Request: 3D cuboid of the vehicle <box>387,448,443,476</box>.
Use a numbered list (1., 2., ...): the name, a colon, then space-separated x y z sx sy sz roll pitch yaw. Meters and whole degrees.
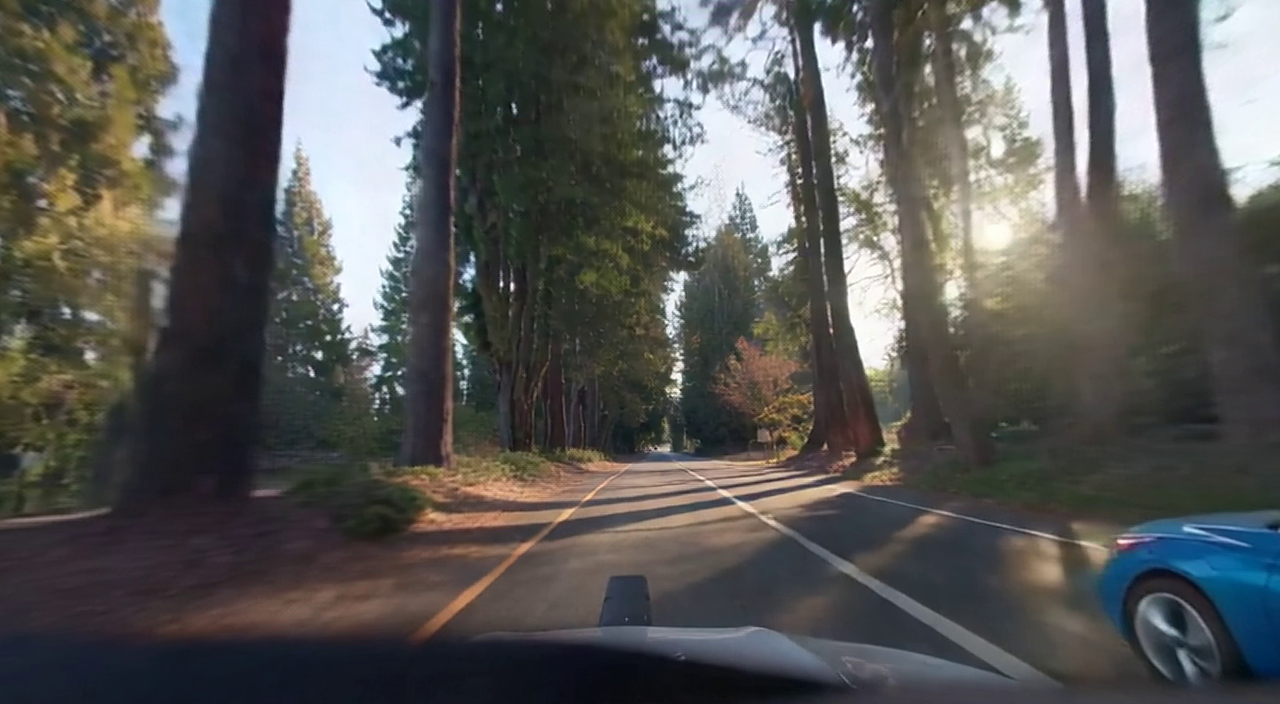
1. vehicle: -15.475 7.602 43.728 2.010 1.801 4.777 0 -9 1
